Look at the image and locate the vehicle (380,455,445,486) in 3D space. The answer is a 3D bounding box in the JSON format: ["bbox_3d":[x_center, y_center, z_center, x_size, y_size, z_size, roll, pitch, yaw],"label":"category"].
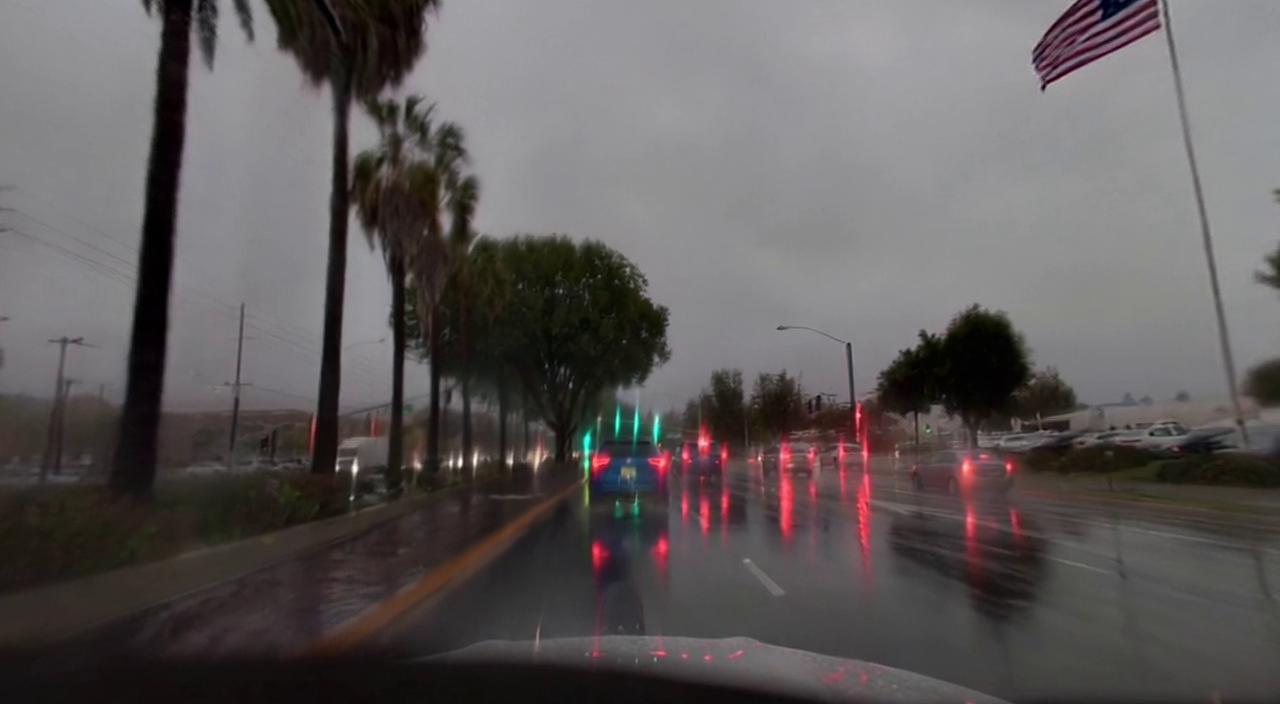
[{"bbox_3d":[-12.211,6.371,34.200,1.965,1.475,4.209,0,-9,0],"label":"vehicle"}]

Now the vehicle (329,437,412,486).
[{"bbox_3d":[-19.036,7.755,45.130,2.901,3.039,7.160,-3,-9,-1],"label":"vehicle"}]

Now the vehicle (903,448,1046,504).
[{"bbox_3d":[9.918,3.669,19.184,1.967,1.485,4.267,0,-9,-1],"label":"vehicle"}]

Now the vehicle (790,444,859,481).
[{"bbox_3d":[9.802,5.877,33.932,2.155,1.779,4.582,0,-9,-2],"label":"vehicle"}]

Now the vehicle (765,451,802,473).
[{"bbox_3d":[10.262,7.895,45.517,1.855,1.495,4.143,-1,-9,3],"label":"vehicle"}]

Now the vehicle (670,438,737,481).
[{"bbox_3d":[3.183,5.590,33.271,2.773,2.021,6.212,0,-9,-1],"label":"vehicle"}]

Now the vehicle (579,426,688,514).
[{"bbox_3d":[-0.188,2.962,16.389,2.402,1.938,4.535,0,-9,-1],"label":"vehicle"}]
